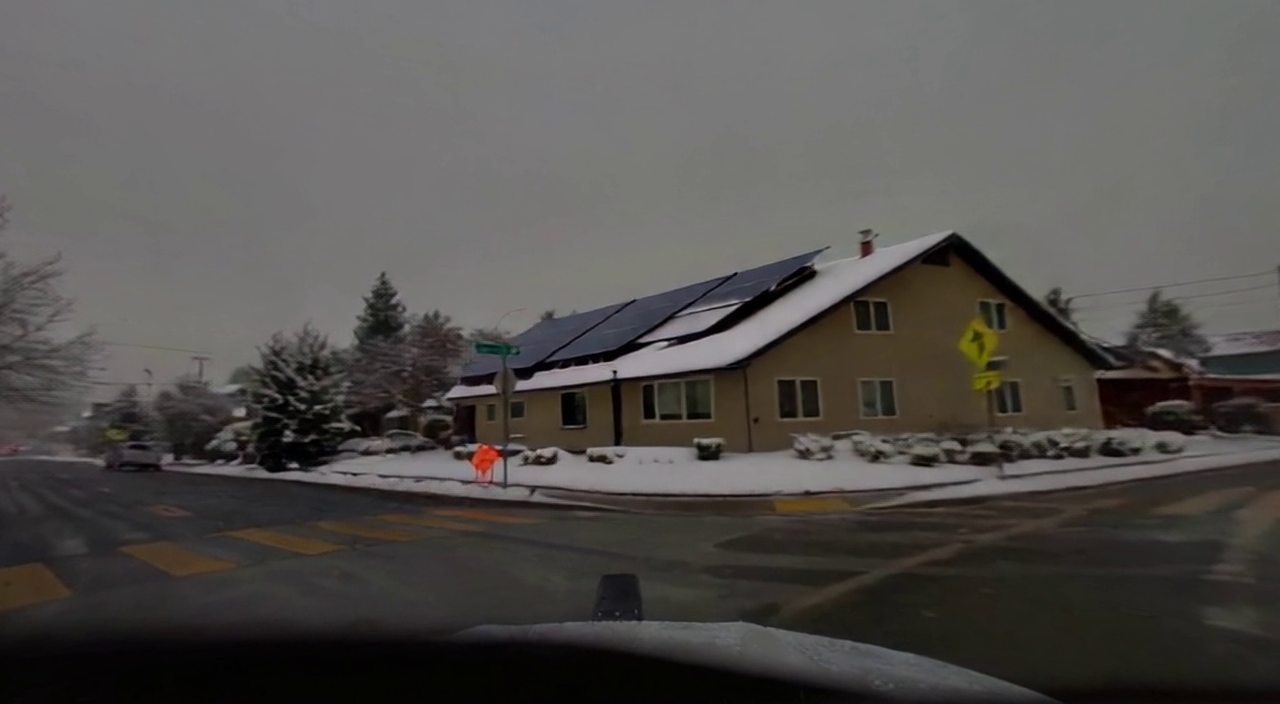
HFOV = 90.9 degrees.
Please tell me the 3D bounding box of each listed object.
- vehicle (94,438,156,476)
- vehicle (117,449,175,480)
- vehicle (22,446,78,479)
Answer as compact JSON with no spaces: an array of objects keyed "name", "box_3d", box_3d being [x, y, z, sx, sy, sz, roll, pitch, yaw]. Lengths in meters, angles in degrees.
[{"name":"vehicle","box_3d":[-34.372,6.919,41.951,2.492,2.319,5.914,7,-10,-44]},{"name":"vehicle","box_3d":[-27.309,6.157,34.766,1.998,1.494,3.927,7,-10,-43]},{"name":"vehicle","box_3d":[-34.837,6.476,37.131,4.197,1.742,2.050,-8,-10,44]}]
